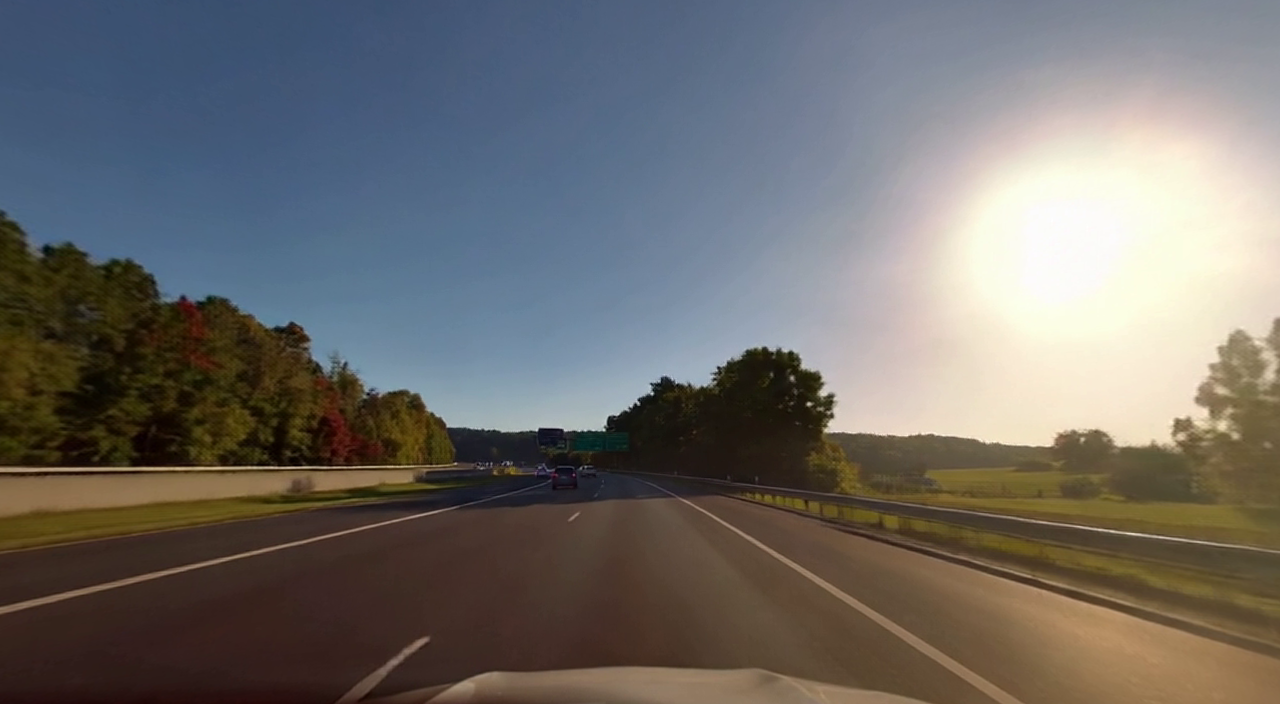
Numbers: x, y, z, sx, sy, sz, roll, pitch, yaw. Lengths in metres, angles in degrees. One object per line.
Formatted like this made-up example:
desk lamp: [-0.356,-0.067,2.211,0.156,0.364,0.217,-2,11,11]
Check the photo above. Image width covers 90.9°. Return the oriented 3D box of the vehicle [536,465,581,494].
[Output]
vehicle: [-4.645,7.324,36.482,2.115,1.546,4.638,1,-10,-2]
